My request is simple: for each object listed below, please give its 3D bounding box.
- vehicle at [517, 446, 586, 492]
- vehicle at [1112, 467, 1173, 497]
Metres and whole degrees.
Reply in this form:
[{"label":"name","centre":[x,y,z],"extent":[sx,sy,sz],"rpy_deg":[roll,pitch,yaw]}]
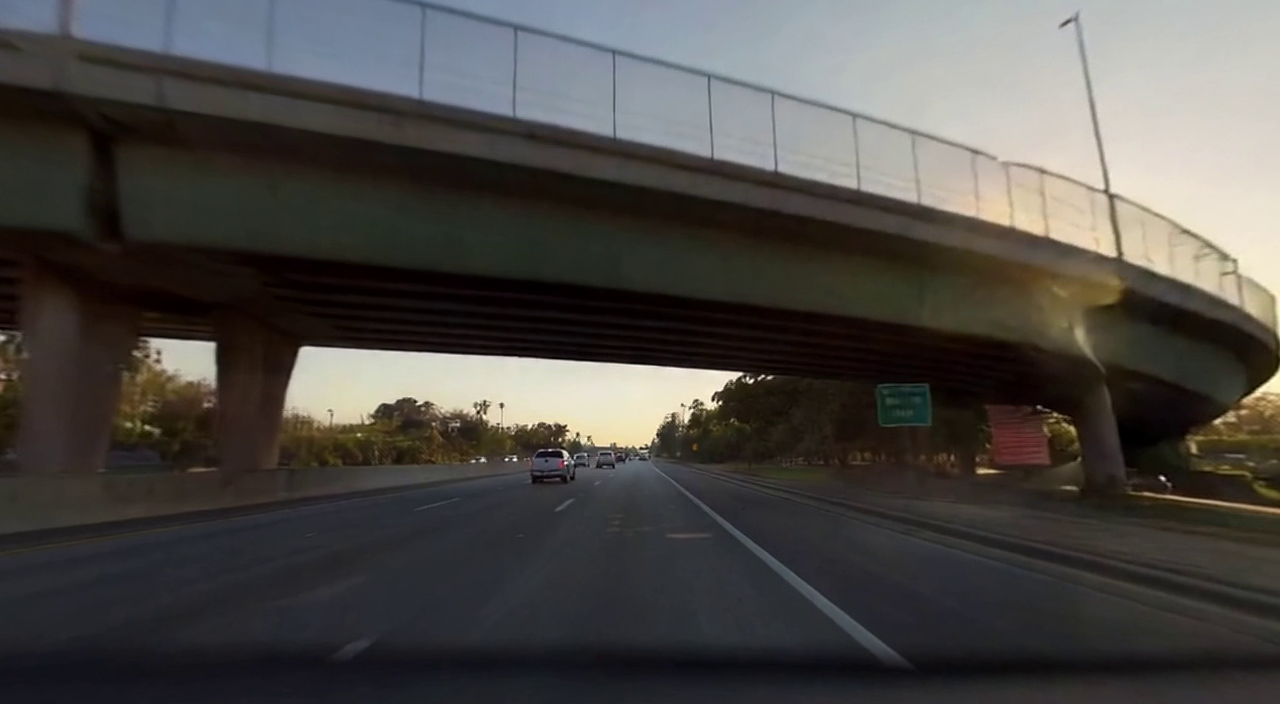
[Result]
[{"label":"vehicle","centre":[-3.613,4.879,26.683],"extent":[2.162,1.747,4.791],"rpy_deg":[0,-9,1]},{"label":"vehicle","centre":[34.088,8.779,42.850],"extent":[2.136,1.776,4.825],"rpy_deg":[-4,-10,26]}]
